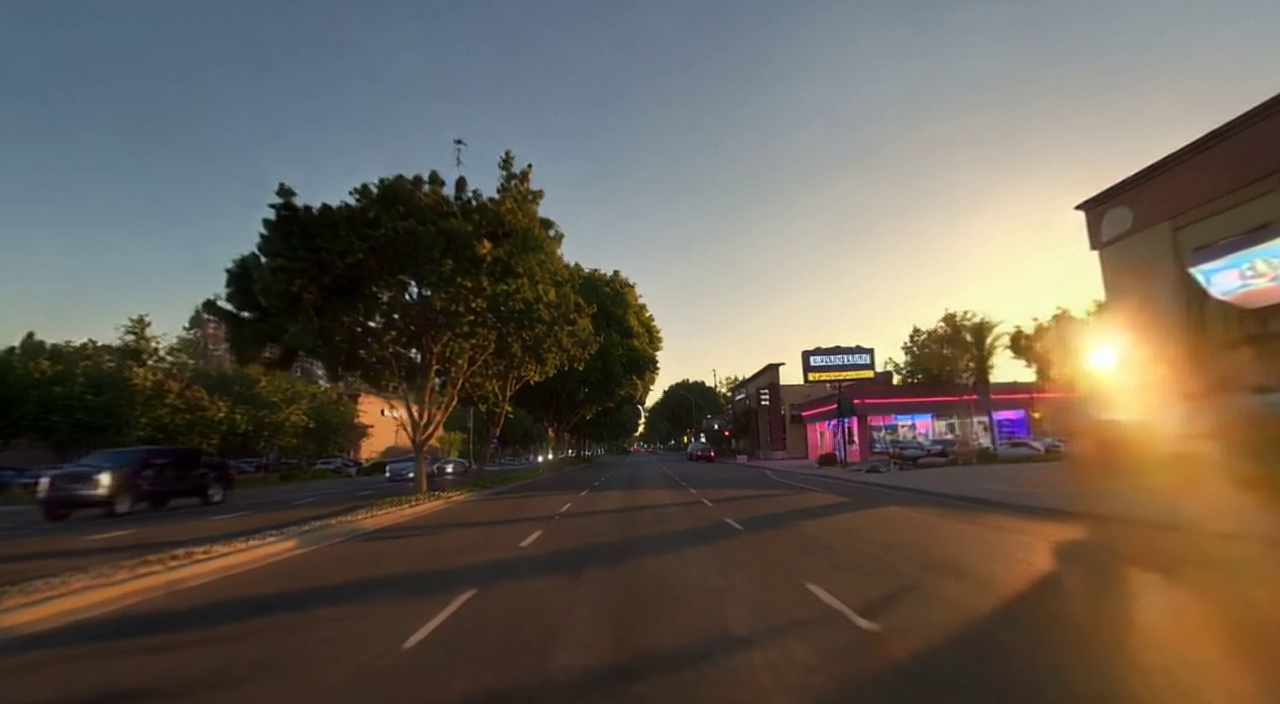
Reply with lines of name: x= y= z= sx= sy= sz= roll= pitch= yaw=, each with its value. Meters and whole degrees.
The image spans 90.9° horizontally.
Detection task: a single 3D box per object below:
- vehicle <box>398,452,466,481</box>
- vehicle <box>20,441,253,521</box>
vehicle: x=-11.447 y=6.308 z=35.003 sx=2.241 sy=1.455 sz=4.343 roll=0 pitch=-9 yaw=0
vehicle: x=-14.813 y=3.780 z=19.242 sx=2.315 sy=1.998 sz=5.808 roll=-1 pitch=-9 yaw=0
